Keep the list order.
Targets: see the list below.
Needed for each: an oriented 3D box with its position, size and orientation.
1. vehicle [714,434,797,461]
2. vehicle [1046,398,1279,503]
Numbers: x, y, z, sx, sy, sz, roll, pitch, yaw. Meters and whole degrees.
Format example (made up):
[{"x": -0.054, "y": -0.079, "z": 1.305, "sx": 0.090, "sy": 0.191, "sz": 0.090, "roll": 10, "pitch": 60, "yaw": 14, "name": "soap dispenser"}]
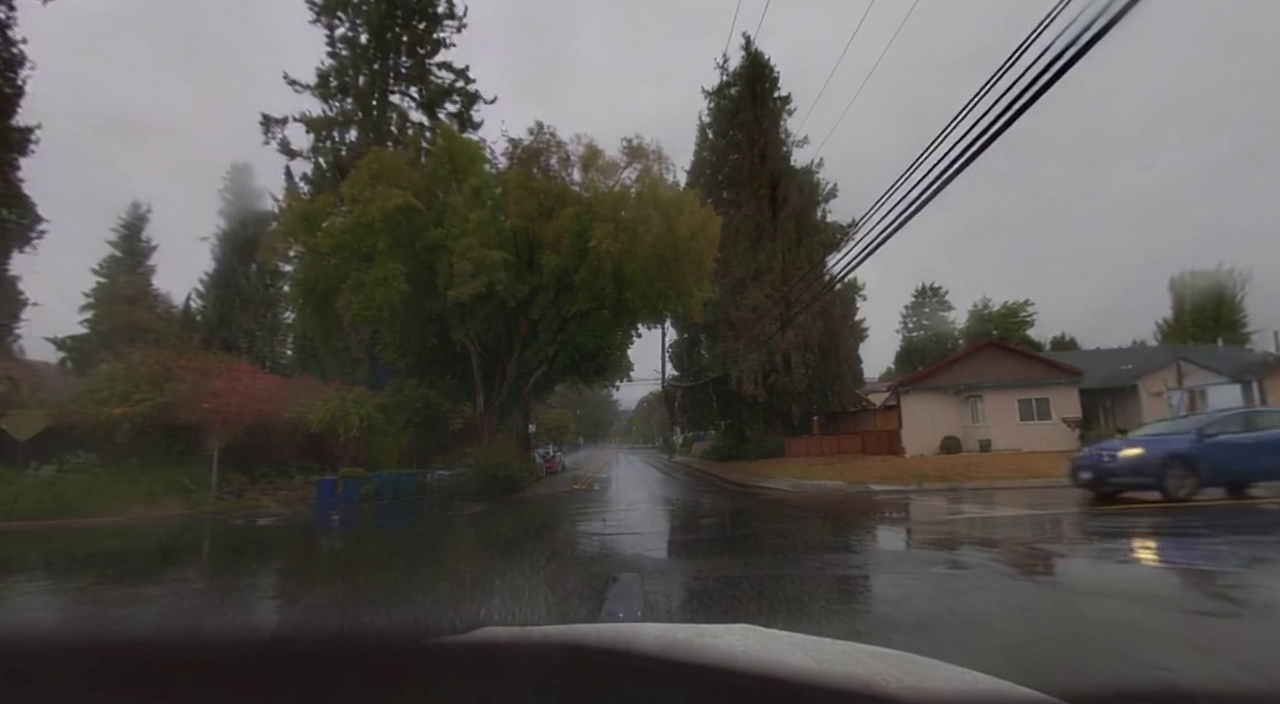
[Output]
[{"x": 7.266, "y": 6.062, "z": 40.053, "sx": 4.784, "sy": 1.647, "sz": 1.947, "roll": 0, "pitch": -8, "yaw": -5, "name": "vehicle"}, {"x": 11.121, "y": 1.906, "z": 12.385, "sx": 4.809, "sy": 1.834, "sz": 2.181, "roll": 0, "pitch": -8, "yaw": -2, "name": "vehicle"}]
